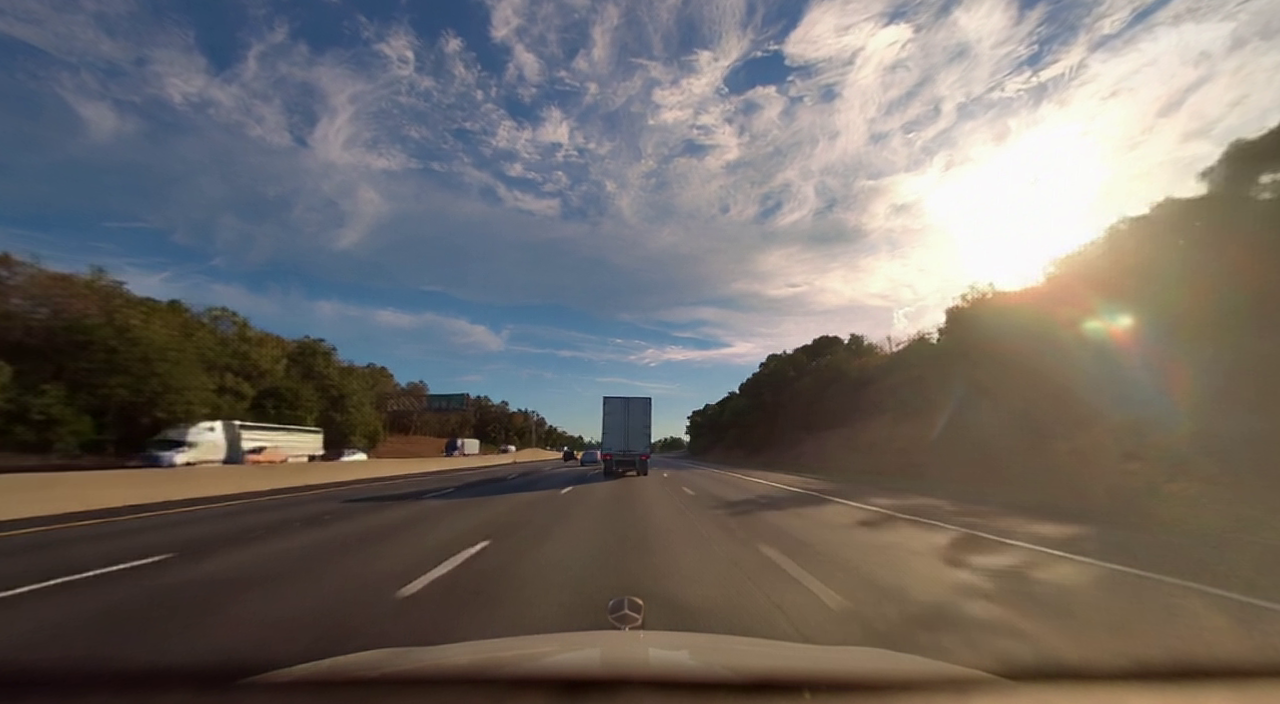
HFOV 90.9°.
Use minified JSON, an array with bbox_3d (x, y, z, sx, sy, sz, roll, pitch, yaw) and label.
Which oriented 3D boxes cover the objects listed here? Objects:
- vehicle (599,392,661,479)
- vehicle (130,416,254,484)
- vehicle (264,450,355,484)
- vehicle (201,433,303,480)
[{"bbox_3d":[-0.675,4.857,35.633,2.875,4.056,12.312,0,-9,-2],"label":"vehicle"},{"bbox_3d":[-27.041,5.983,38.489,2.987,3.744,6.096,0,-9,-1],"label":"vehicle"},{"bbox_3d":[-15.216,5.293,29.300,1.964,1.411,4.245,0,-9,-1],"label":"vehicle"},{"bbox_3d":[-22.635,6.125,37.117,2.308,2.558,5.787,0,-9,-1],"label":"vehicle"}]
